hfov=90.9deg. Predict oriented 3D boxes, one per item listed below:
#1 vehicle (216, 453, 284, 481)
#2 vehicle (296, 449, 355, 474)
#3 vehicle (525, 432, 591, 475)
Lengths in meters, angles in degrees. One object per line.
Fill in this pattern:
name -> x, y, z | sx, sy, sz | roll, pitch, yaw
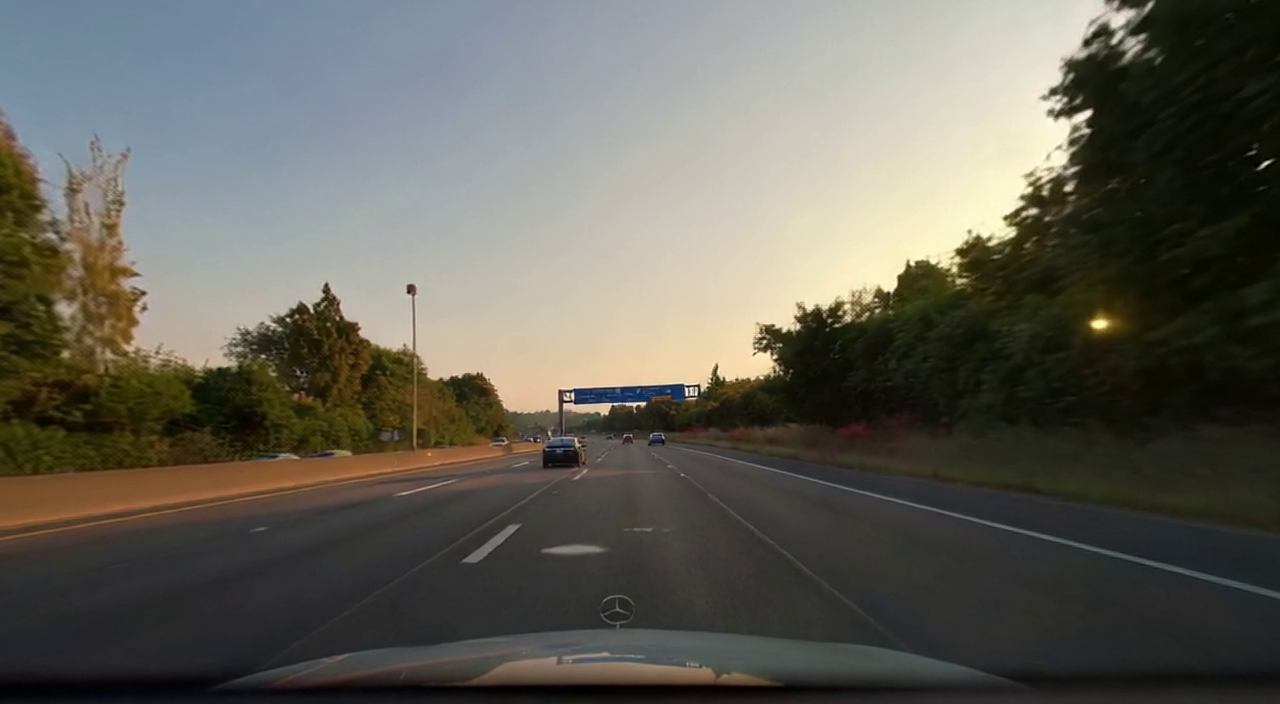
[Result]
vehicle -> -22.896, 6.743, 37.144 | 1.641, 1.400, 3.729 | -1, -8, -1
vehicle -> -19.974, 6.965, 40.171 | 1.794, 1.388, 3.768 | -1, -8, -1
vehicle -> -3.036, 3.848, 24.172 | 2.000, 1.491, 3.913 | 0, -8, 0
